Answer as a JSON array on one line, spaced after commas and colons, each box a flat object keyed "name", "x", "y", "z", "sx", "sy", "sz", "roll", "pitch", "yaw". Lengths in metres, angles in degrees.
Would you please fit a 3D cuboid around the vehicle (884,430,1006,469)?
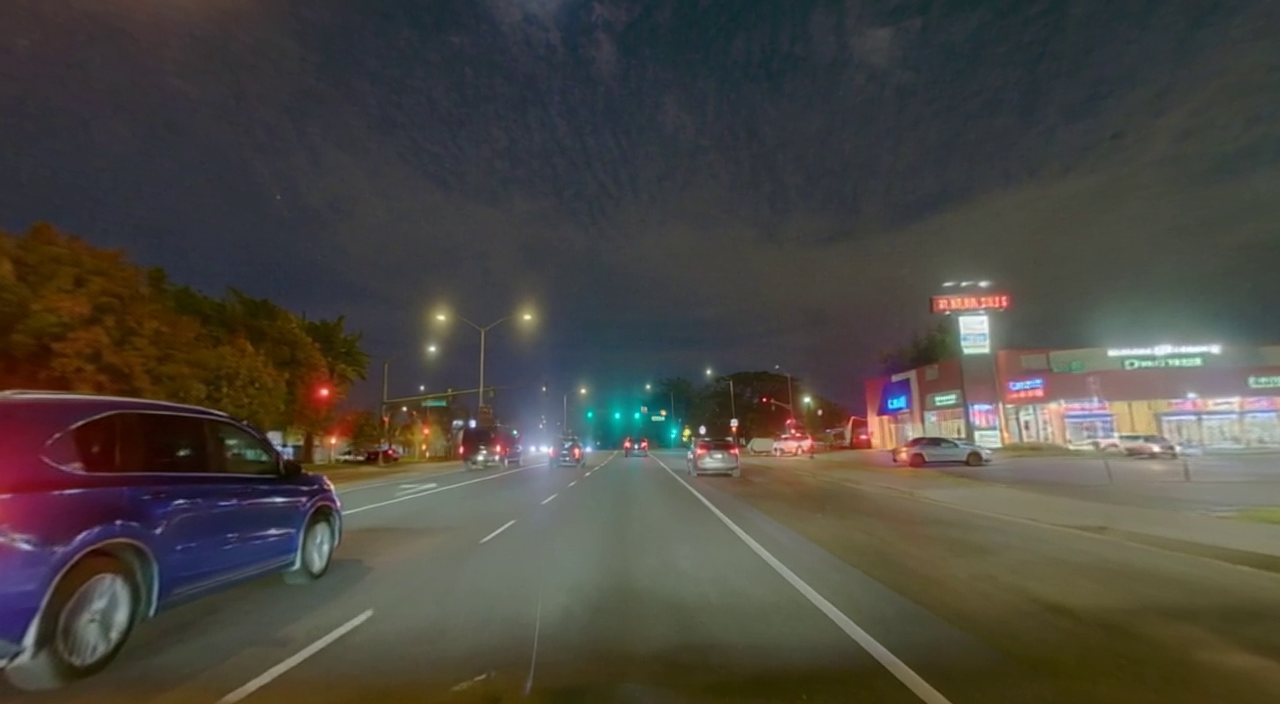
[{"name": "vehicle", "x": 14.422, "y": 4.635, "z": 30.007, "sx": 4.626, "sy": 1.562, "sz": 2.159, "roll": -2, "pitch": -8, "yaw": -2}]

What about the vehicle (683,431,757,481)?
[{"name": "vehicle", "x": 3.100, "y": 4.164, "z": 25.494, "sx": 2.167, "sy": 1.792, "sz": 4.835, "roll": 0, "pitch": -9, "yaw": -2}]

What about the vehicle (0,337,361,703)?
[{"name": "vehicle", "x": -3.884, "y": 1.035, "z": 4.252, "sx": 2.038, "sy": 1.748, "sz": 4.303, "roll": 0, "pitch": -9, "yaw": -1}]

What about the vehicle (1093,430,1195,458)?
[{"name": "vehicle", "x": 27.757, "y": 5.104, "z": 34.874, "sx": 1.768, "sy": 1.460, "sz": 4.677, "roll": 0, "pitch": -9, "yaw": 0}]

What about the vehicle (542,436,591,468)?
[{"name": "vehicle", "x": -4.037, "y": 5.612, "z": 35.506, "sx": 2.133, "sy": 1.677, "sz": 4.727, "roll": 0, "pitch": -8, "yaw": 1}]

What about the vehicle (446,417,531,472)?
[{"name": "vehicle", "x": -7.645, "y": 4.811, "z": 32.727, "sx": 2.863, "sy": 2.592, "sz": 6.410, "roll": 0, "pitch": -8, "yaw": -1}]
